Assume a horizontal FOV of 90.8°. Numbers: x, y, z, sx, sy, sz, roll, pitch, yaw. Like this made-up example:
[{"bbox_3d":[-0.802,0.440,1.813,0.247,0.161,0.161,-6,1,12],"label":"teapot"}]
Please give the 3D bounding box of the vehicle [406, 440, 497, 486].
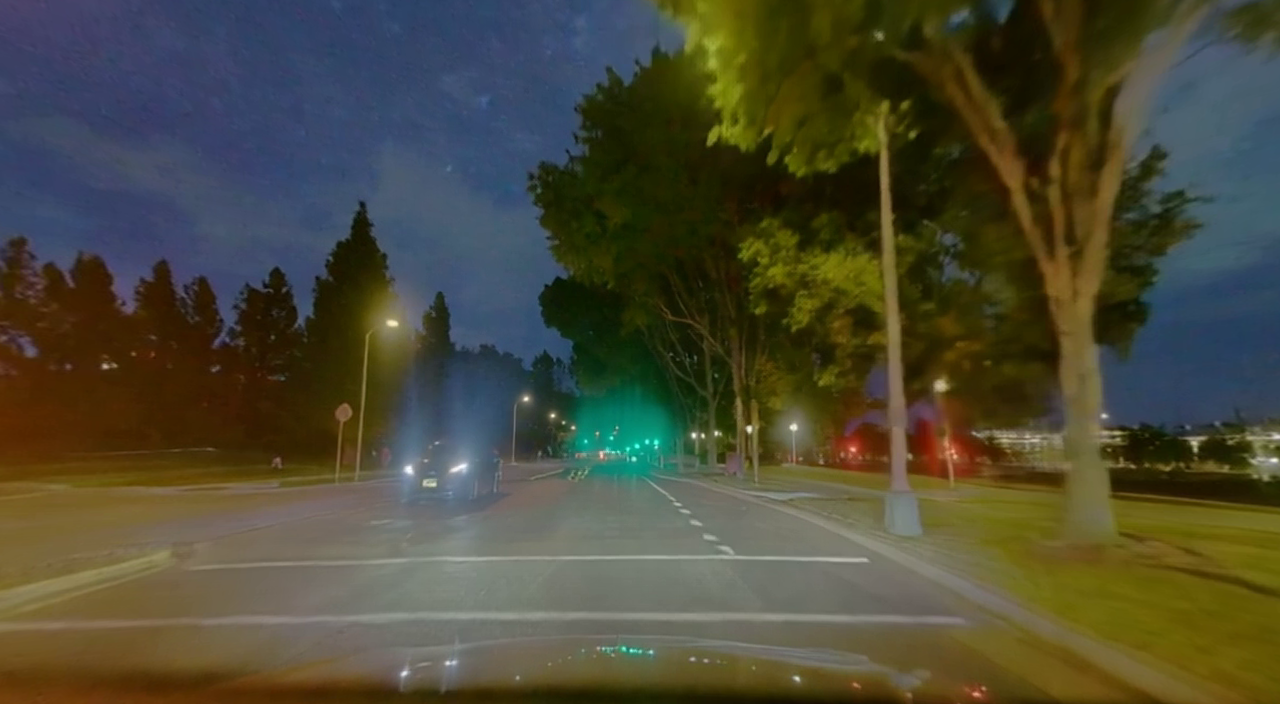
[{"bbox_3d":[-7.677,4.556,26.290,2.036,1.686,4.780,-1,-8,3],"label":"vehicle"}]
